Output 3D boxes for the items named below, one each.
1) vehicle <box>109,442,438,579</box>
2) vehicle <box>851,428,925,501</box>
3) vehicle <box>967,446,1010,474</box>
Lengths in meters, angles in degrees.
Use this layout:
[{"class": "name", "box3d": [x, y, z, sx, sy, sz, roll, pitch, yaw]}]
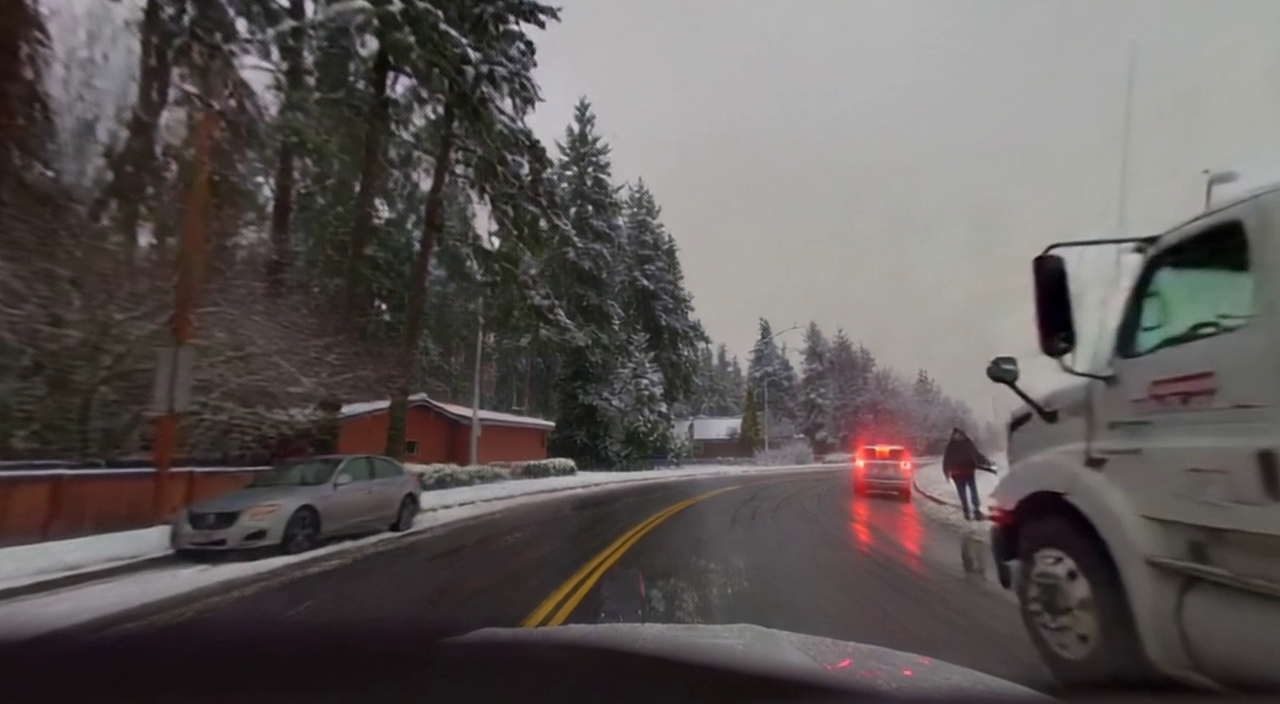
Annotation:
[{"class": "vehicle", "box3d": [-4.941, 2.153, 9.432, 1.930, 1.487, 4.213, 0, -9, 9]}, {"class": "vehicle", "box3d": [8.438, 3.830, 21.751, 2.043, 2.250, 3.024, -2, -9, 17]}, {"class": "vehicle", "box3d": [24.623, 7.617, 44.534, 1.922, 1.785, 4.513, -6, -12, 36]}]
